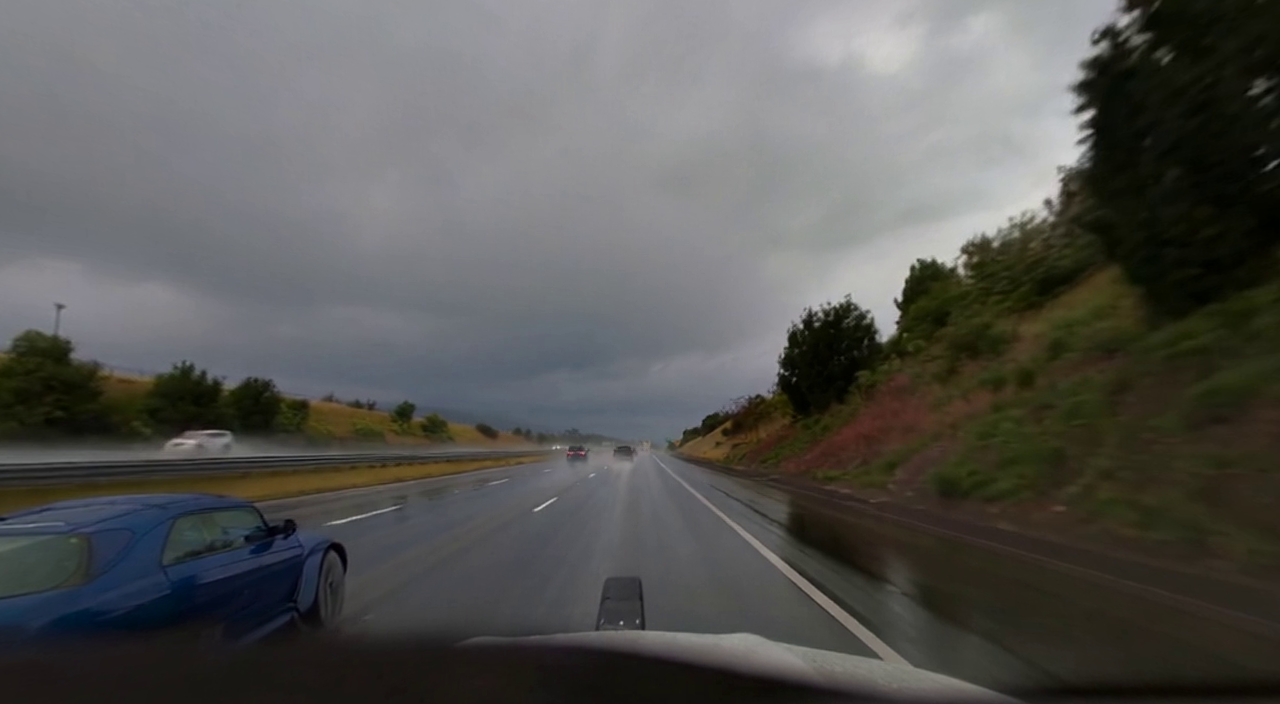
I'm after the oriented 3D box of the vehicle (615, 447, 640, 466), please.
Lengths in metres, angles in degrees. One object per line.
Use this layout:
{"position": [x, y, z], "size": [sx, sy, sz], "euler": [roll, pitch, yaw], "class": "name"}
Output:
{"position": [-0.969, 8.132, 49.206], "size": [1.891, 1.456, 3.806], "euler": [0, -9, 0], "class": "vehicle"}
